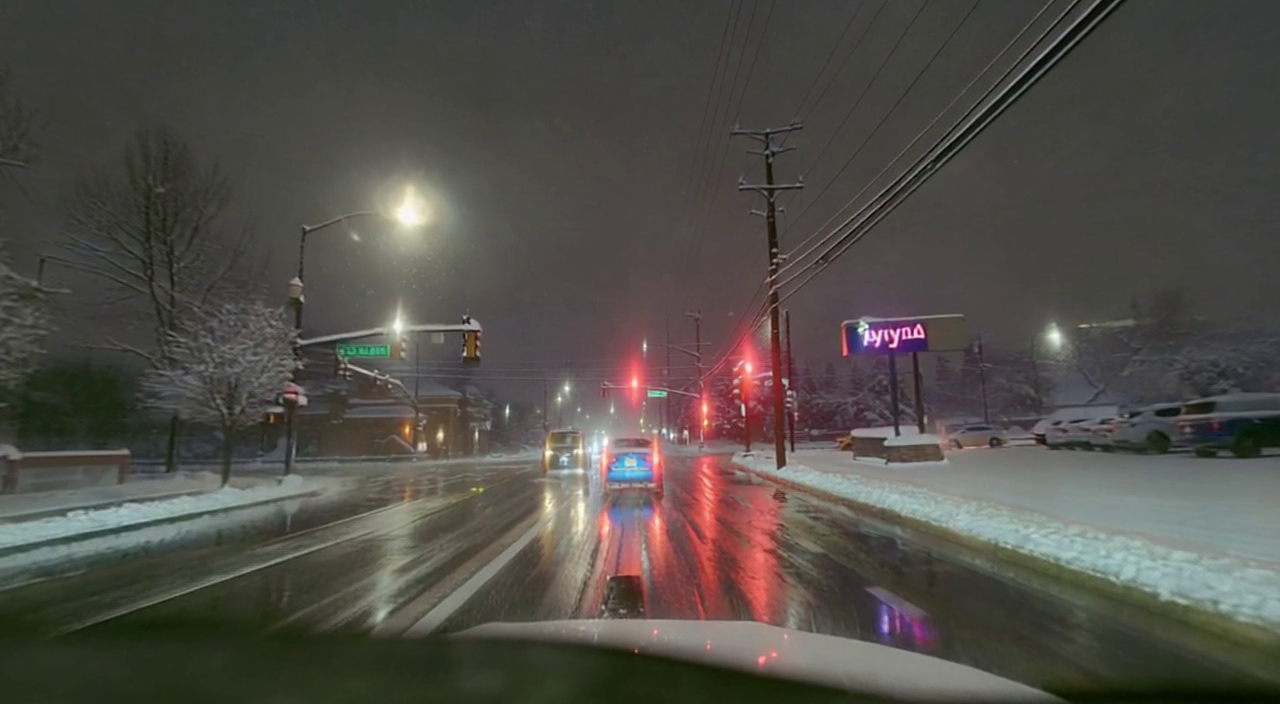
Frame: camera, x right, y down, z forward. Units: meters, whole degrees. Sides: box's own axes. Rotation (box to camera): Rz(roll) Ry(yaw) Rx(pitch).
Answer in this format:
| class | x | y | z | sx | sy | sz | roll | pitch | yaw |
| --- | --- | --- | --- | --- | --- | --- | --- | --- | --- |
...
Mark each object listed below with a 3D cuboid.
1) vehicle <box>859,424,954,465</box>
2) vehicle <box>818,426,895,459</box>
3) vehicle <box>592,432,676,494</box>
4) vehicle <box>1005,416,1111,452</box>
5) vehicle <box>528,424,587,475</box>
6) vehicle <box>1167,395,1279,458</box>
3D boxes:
| class | x | y | z | sx | sy | sz | roll | pitch | yaw |
| --- | --- | --- | --- | --- | --- | --- | --- | --- | --- |
| vehicle | 10.356 | 3.634 | 24.873 | 1.888 | 1.455 | 4.268 | 0 | -8 | 0 |
| vehicle | 10.458 | 4.441 | 30.838 | 1.842 | 1.471 | 4.481 | 1 | -8 | -6 |
| vehicle | -0.220 | 3.044 | 17.656 | 2.070 | 1.481 | 4.216 | 0 | -8 | -2 |
| vehicle | 18.560 | 3.662 | 27.956 | 4.446 | 1.511 | 1.977 | 4 | -10 | -29 |
| vehicle | -3.236 | 3.852 | 25.077 | 2.106 | 1.852 | 4.512 | 1 | -8 | -6 |
| vehicle | 18.537 | 2.321 | 19.281 | 4.206 | 1.722 | 2.100 | 4 | -10 | -28 |
